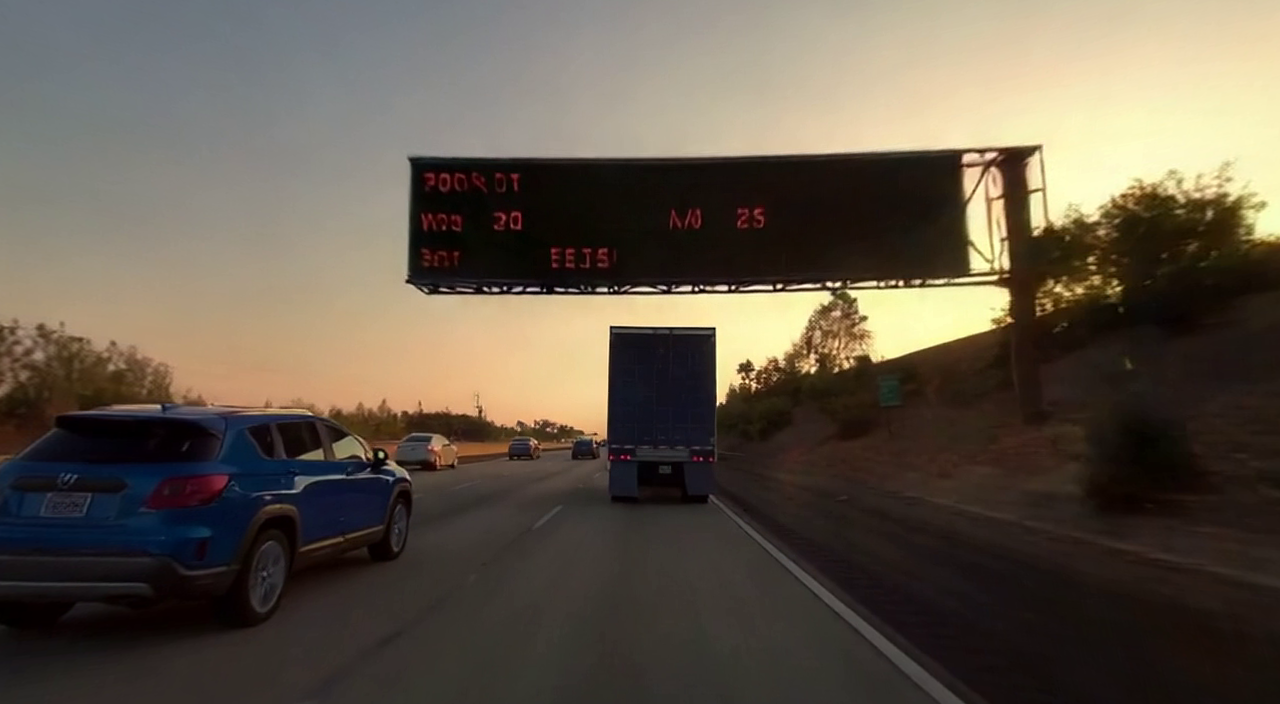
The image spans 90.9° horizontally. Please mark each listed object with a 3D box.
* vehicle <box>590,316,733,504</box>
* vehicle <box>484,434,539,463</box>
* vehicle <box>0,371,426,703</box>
[{"bbox_3d":[0.480,1.927,18.156,2.870,3.841,10.653,0,-8,1],"label":"vehicle"},{"bbox_3d":[-6.781,5.169,33.772,1.882,1.451,4.416,0,-8,1],"label":"vehicle"},{"bbox_3d":[-3.636,1.244,5.341,2.077,1.671,4.249,0,-8,1],"label":"vehicle"}]
